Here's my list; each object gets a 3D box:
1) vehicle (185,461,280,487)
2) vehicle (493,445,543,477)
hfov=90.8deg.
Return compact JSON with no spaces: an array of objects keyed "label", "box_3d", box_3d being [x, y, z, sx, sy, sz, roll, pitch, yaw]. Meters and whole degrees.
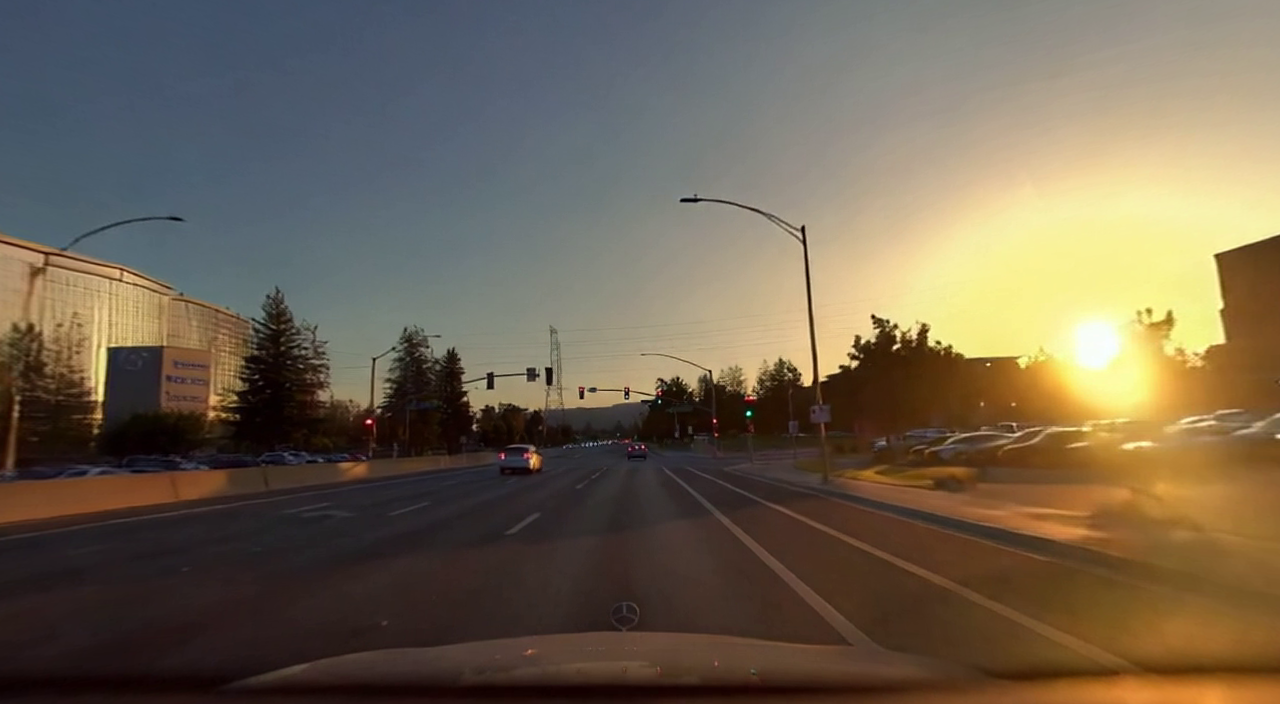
[{"label":"vehicle","box_3d":[-24.761,7.428,38.514,4.403,1.465,1.928,0,-9,-3]},{"label":"vehicle","box_3d":[-6.063,5.457,31.867,1.928,1.451,4.219,0,-9,-4]}]
